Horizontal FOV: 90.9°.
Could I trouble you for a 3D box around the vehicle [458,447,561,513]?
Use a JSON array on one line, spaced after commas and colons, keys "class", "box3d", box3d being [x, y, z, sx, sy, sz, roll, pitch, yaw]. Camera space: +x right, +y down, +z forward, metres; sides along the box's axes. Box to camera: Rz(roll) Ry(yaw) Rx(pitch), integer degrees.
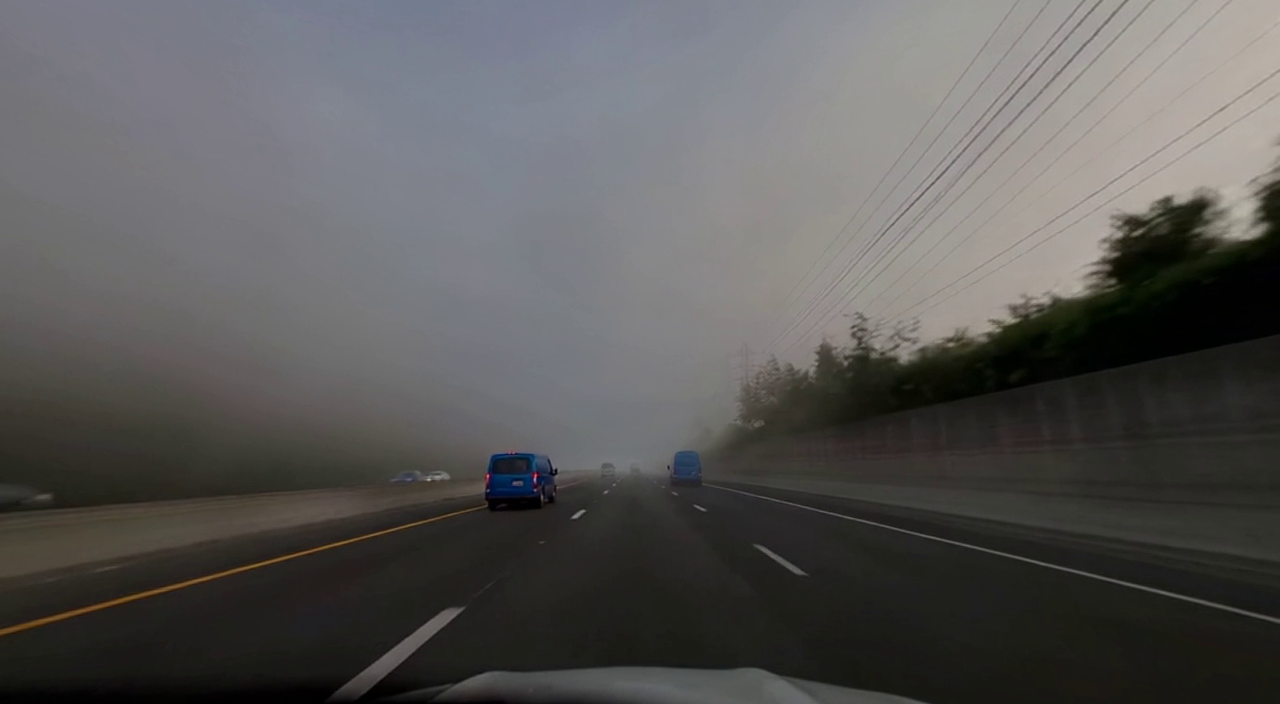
[{"class": "vehicle", "box3d": [-3.845, 3.928, 19.580, 2.153, 1.756, 4.730, 1, -10, 0]}]
